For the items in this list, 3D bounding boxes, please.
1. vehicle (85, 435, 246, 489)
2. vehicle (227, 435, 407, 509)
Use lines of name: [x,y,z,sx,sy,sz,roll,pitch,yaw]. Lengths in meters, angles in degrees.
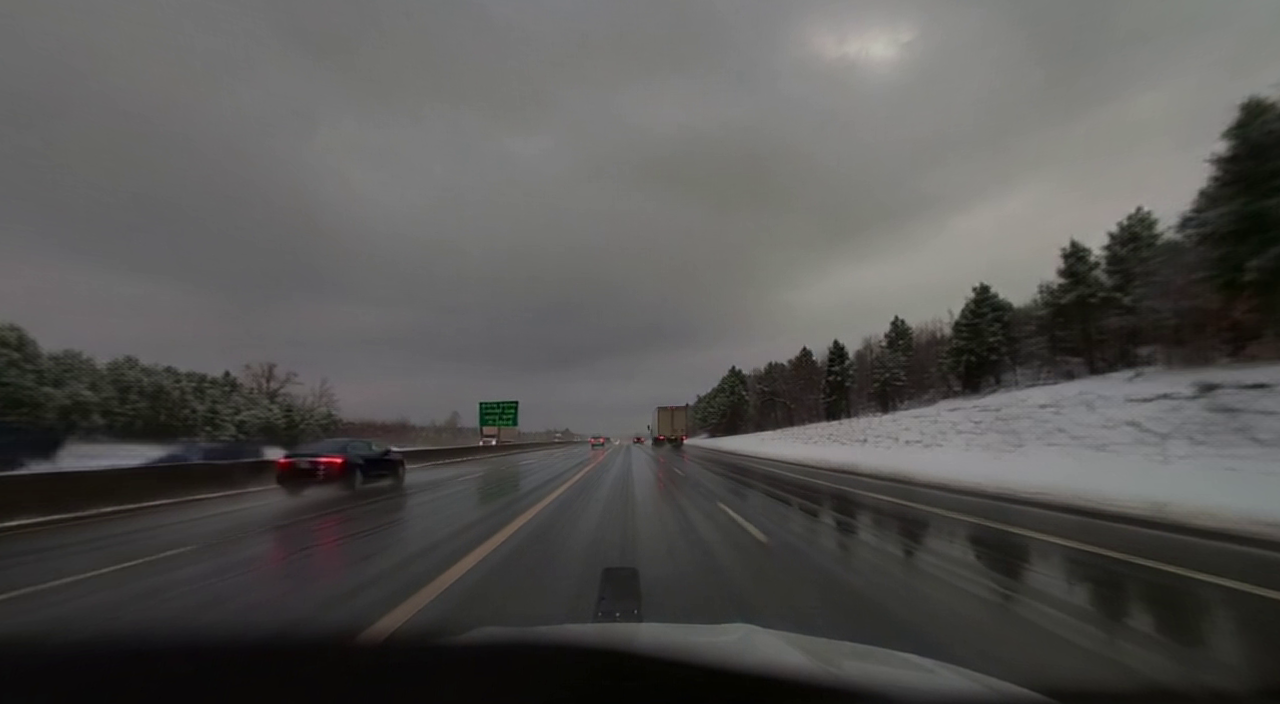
vehicle: [-15.898,3.667,21.512,1.954,1.599,4.597,0,-8,-1]
vehicle: [-7.260,2.685,14.775,2.018,1.454,4.290,0,-8,-1]
